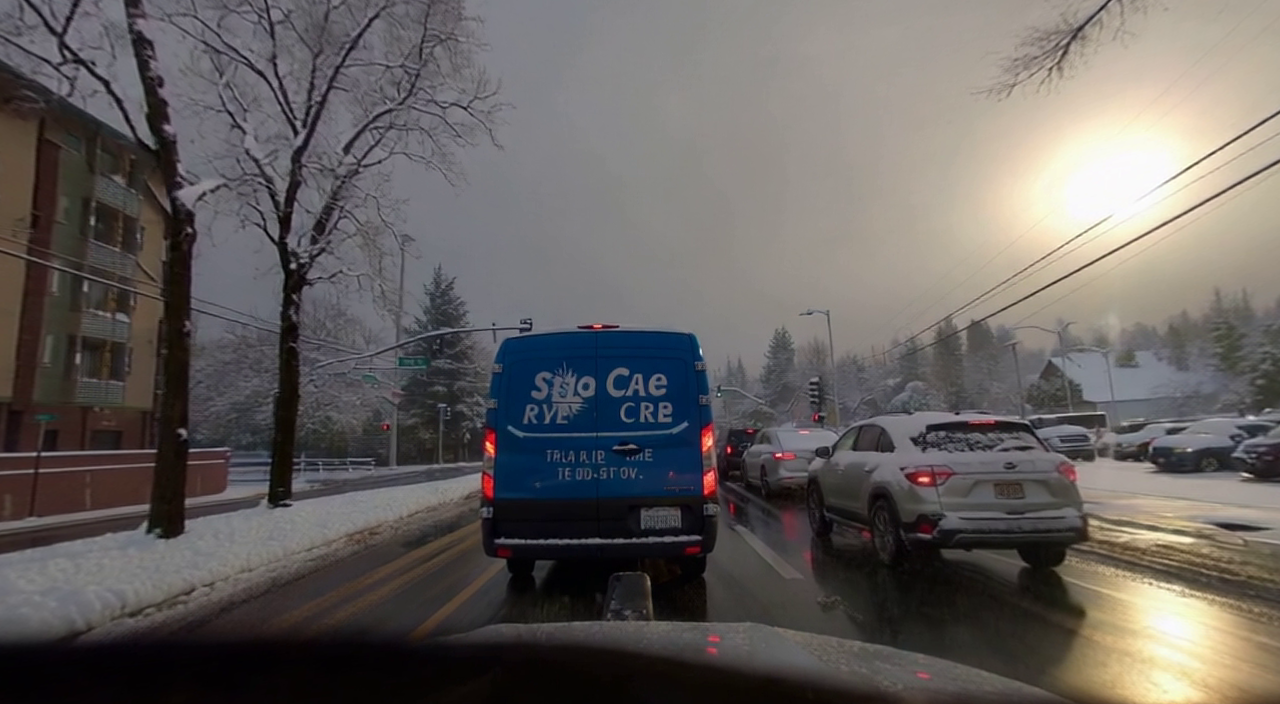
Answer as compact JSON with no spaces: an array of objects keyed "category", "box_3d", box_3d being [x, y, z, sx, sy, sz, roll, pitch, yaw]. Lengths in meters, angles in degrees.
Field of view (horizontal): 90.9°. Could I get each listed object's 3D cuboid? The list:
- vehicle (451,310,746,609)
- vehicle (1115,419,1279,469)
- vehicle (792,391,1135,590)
[{"category":"vehicle","box_3d":[-0.313,1.239,7.807,2.422,2.488,4.992,0,-8,1]},{"category":"vehicle","box_3d":[17.186,2.831,19.449,3.491,1.443,1.837,0,-8,0]},{"category":"vehicle","box_3d":[3.420,1.555,7.854,1.965,1.771,4.295,0,-8,0]}]
